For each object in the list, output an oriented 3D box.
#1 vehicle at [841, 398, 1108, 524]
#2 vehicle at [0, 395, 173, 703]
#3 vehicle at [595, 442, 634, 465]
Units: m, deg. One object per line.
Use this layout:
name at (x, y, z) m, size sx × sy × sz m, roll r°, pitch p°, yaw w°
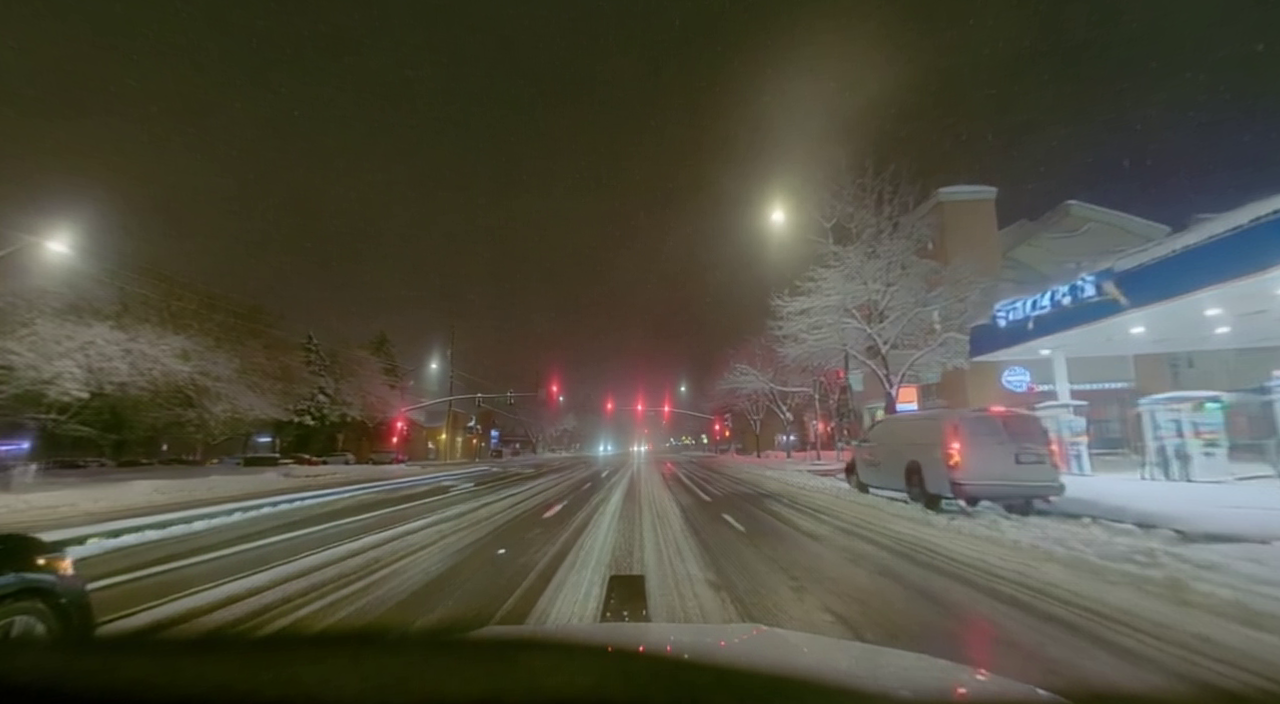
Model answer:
vehicle at (7.255, 2.495, 15.001) m, size 2.764 × 2.327 × 6.492 m, roll 0°, pitch -8°, yaw 0°
vehicle at (-3.414, 0.699, 0.961) m, size 2.018 × 1.470 × 4.346 m, roll 0°, pitch -8°, yaw 1°
vehicle at (-1.673, 7.014, 43.673) m, size 2.082 × 1.460 × 4.442 m, roll -1°, pitch -8°, yaw 6°
